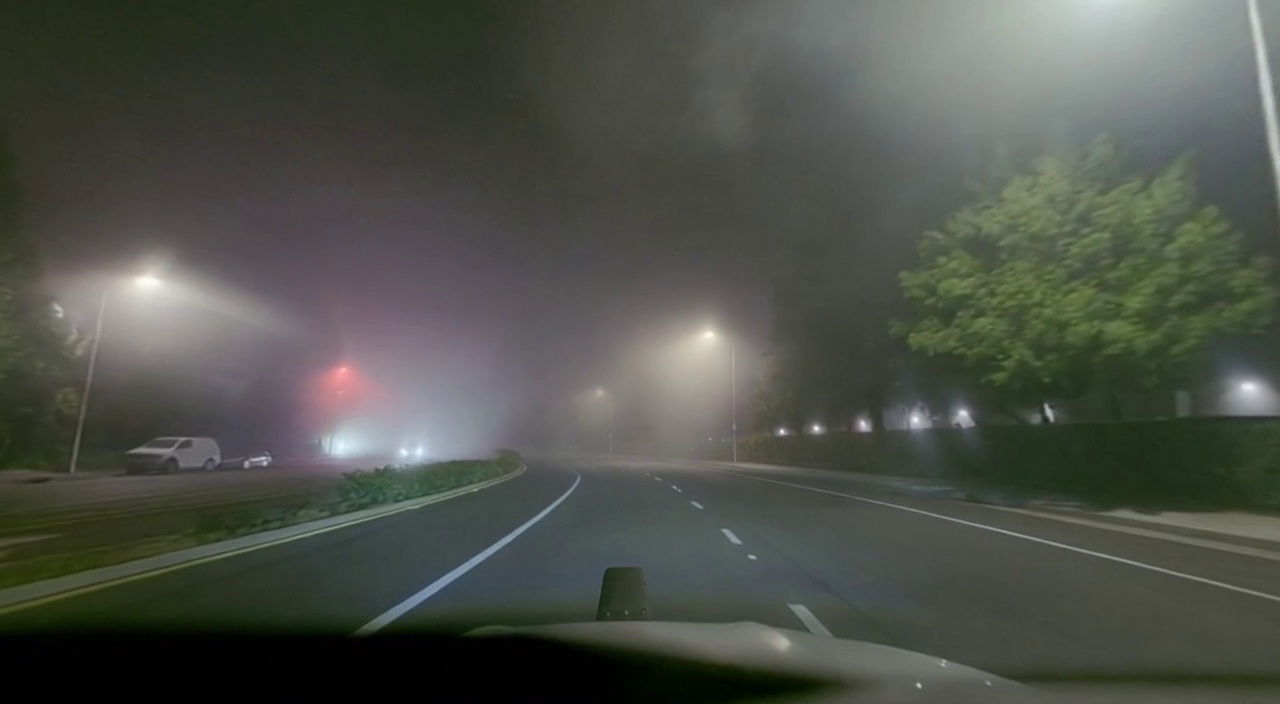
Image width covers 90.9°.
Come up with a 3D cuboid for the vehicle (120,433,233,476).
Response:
[{"bbox_3d":[-22.813,5.061,31.344,2.387,1.951,4.827,1,-9,-8],"label":"vehicle"}]

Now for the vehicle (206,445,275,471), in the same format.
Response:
[{"bbox_3d":[-23.741,6.291,37.639,1.844,1.452,4.362,1,-9,-9],"label":"vehicle"}]
